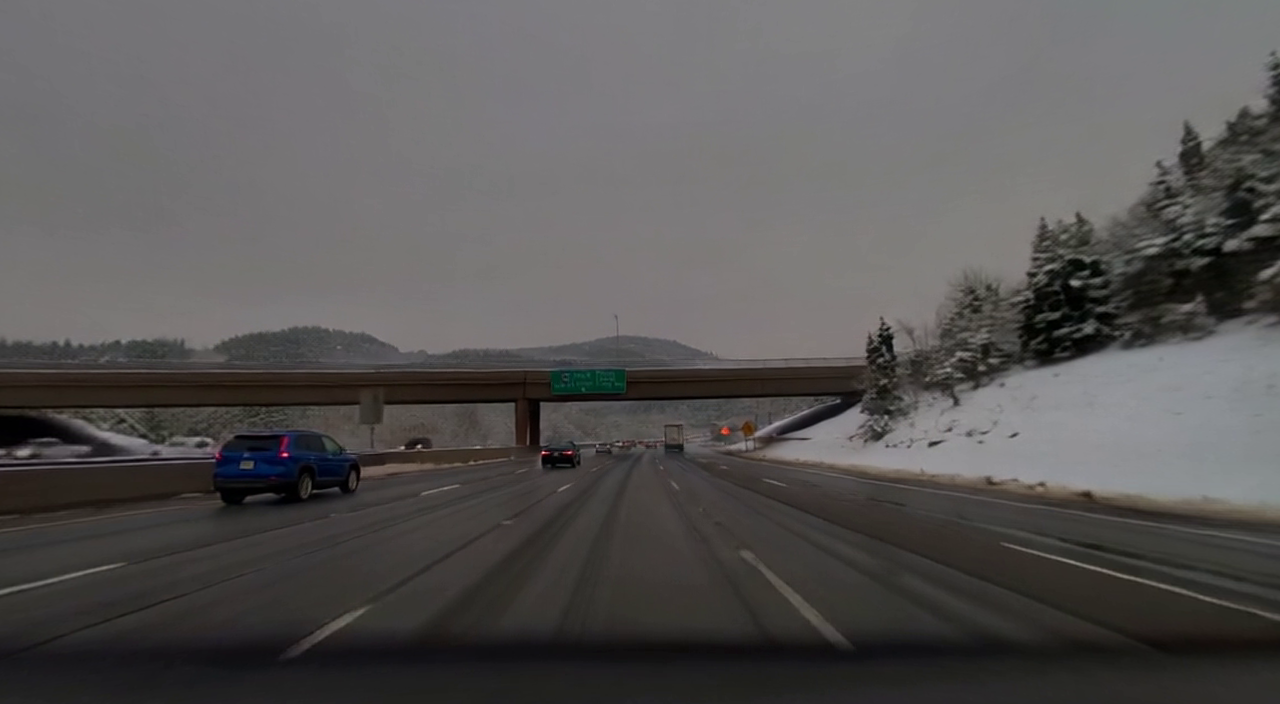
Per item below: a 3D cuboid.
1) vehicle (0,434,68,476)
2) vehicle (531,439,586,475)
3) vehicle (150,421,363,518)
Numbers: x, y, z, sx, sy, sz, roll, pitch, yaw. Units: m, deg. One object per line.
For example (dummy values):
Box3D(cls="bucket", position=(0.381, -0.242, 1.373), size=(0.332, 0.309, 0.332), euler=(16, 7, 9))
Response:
Box3D(cls="vehicle", position=(-48.810, 7.921, 48.667), size=(3.144, 3.009, 6.492), euler=(0, -9, 1))
Box3D(cls="vehicle", position=(-3.706, 4.849, 29.373), size=(1.925, 1.509, 4.363), euler=(0, -9, 1))
Box3D(cls="vehicle", position=(-7.733, 2.403, 13.339), size=(1.860, 1.694, 4.173), euler=(0, -9, 0))
